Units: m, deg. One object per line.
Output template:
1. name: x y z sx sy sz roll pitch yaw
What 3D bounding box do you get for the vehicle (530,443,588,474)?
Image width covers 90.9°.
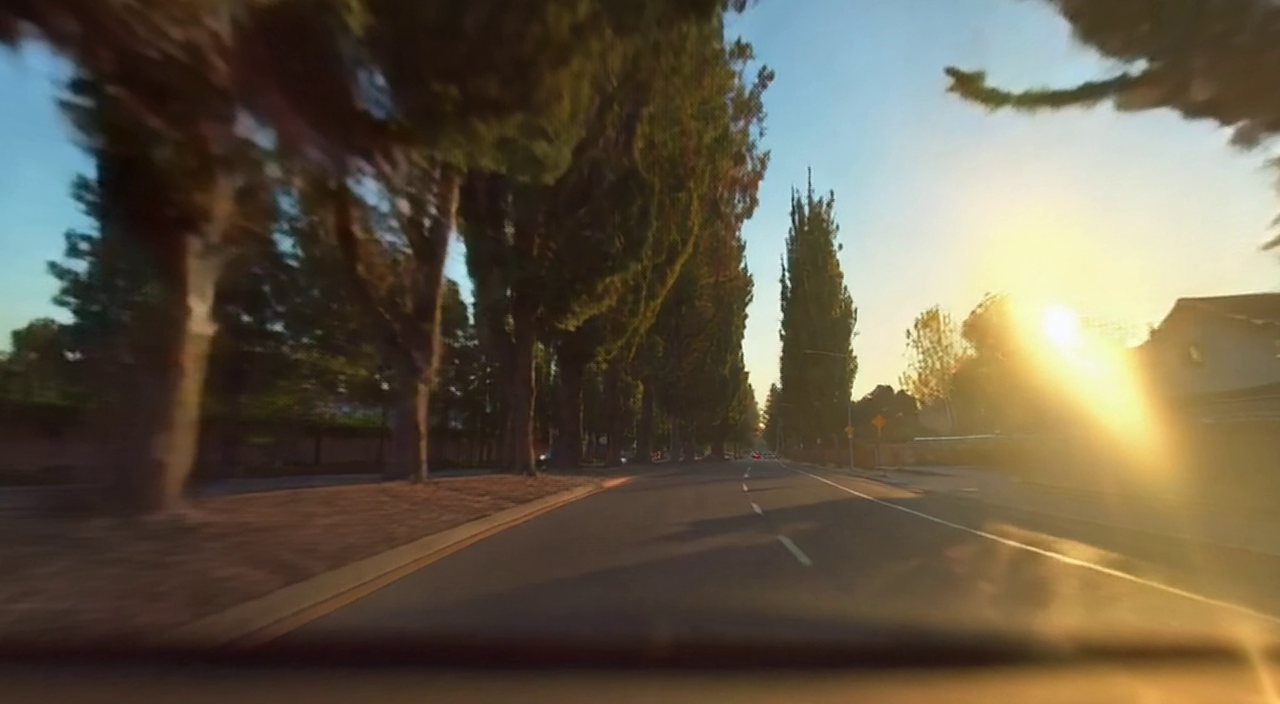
1. vehicle: -5.123 6.809 40.532 2.276 1.805 4.984 -2 -9 10
